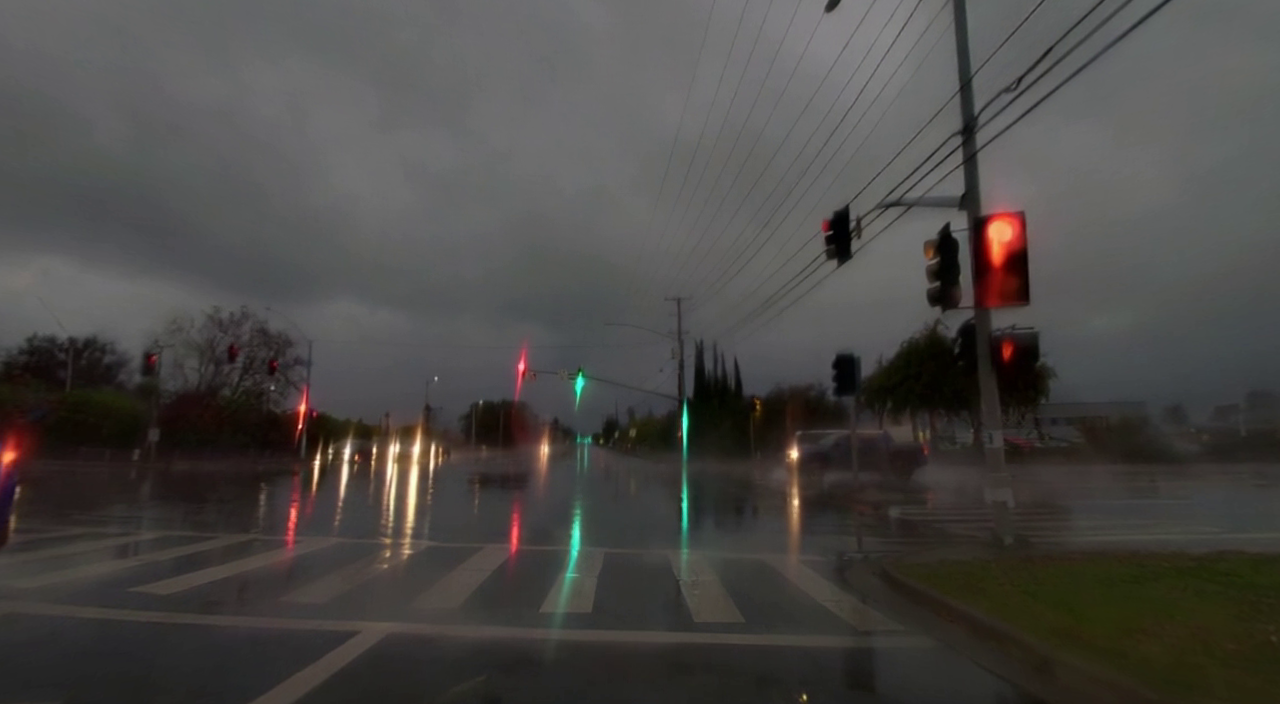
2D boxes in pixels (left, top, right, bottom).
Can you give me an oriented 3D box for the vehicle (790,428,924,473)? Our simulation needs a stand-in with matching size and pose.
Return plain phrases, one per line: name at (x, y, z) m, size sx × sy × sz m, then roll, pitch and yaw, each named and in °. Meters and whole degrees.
vehicle at (8.701, 4.023, 25.719) m, size 4.884 × 1.714 × 2.021 m, roll -2°, pitch -9°, yaw 12°
